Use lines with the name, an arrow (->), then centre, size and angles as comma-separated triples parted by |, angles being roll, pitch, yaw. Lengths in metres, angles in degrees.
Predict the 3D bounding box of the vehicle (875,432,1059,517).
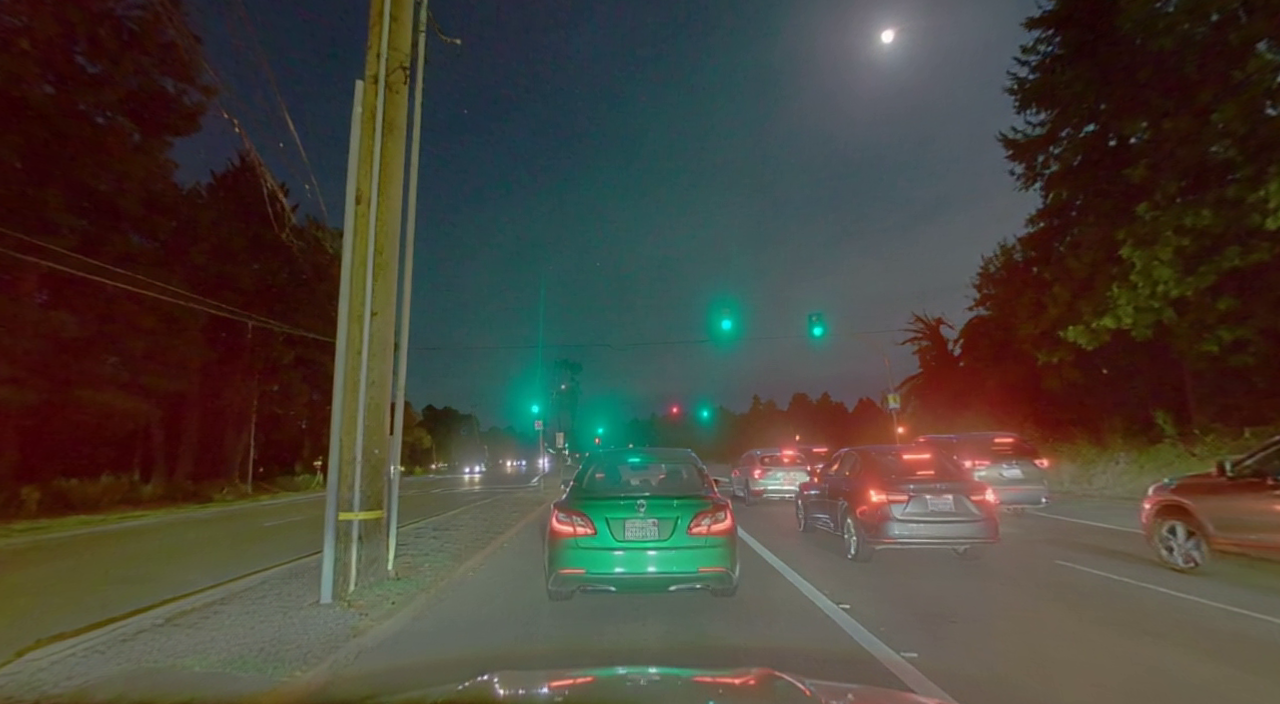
vehicle -> 7.043, 2.673, 14.174 | 1.923, 1.611, 4.094 | 0, -9, 0

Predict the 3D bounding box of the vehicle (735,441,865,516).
vehicle -> 3.566, 2.905, 14.993 | 1.934, 1.494, 4.446 | 0, -9, 0

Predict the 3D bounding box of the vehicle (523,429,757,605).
vehicle -> 0.015, 1.745, 7.483 | 2.015, 1.502, 3.898 | 0, -9, 0

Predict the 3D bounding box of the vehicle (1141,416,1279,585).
vehicle -> 6.938, 1.377, 5.806 | 1.783, 1.572, 3.421 | 0, -9, 1
